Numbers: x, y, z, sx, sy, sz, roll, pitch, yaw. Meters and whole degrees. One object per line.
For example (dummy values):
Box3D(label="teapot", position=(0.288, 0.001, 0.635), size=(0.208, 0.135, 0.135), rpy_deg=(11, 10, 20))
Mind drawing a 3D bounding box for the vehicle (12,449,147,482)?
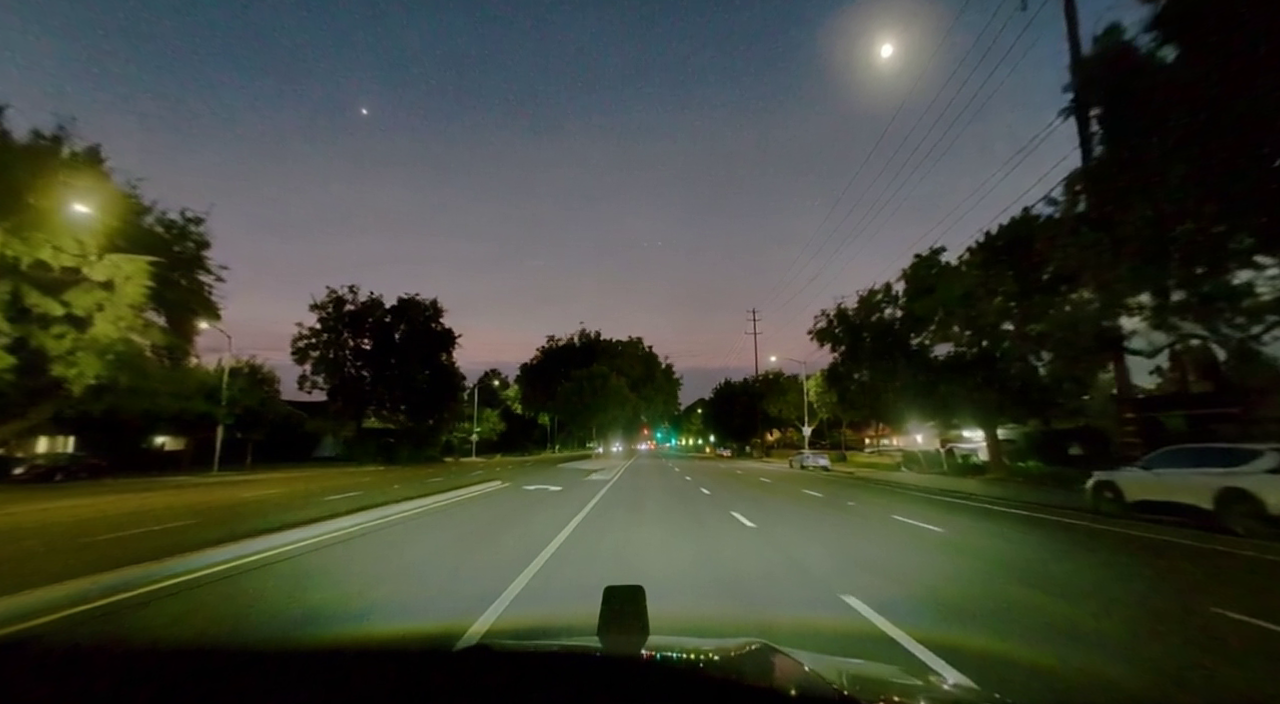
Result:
Box3D(label="vehicle", position=(-28.175, 5.686, 31.789), size=(4.722, 1.533, 2.182), rpy_deg=(0, -8, 0))

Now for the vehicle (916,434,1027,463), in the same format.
Box3D(label="vehicle", position=(23.169, 6.753, 44.271), size=(6.075, 1.933, 3.018), rpy_deg=(0, -8, 1))

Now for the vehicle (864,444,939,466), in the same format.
Box3D(label="vehicle", position=(20.141, 7.939, 48.740), size=(4.897, 1.608, 2.005), rpy_deg=(0, -8, 0))

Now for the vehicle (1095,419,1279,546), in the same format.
Box3D(label="vehicle", position=(11.655, 2.406, 12.237), size=(2.568, 2.038, 4.088), rpy_deg=(0, -8, 2))

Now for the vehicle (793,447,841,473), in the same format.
Box3D(label="vehicle", position=(11.981, 7.345, 43.016), size=(1.929, 1.489, 4.777), rpy_deg=(4, -8, 1))
